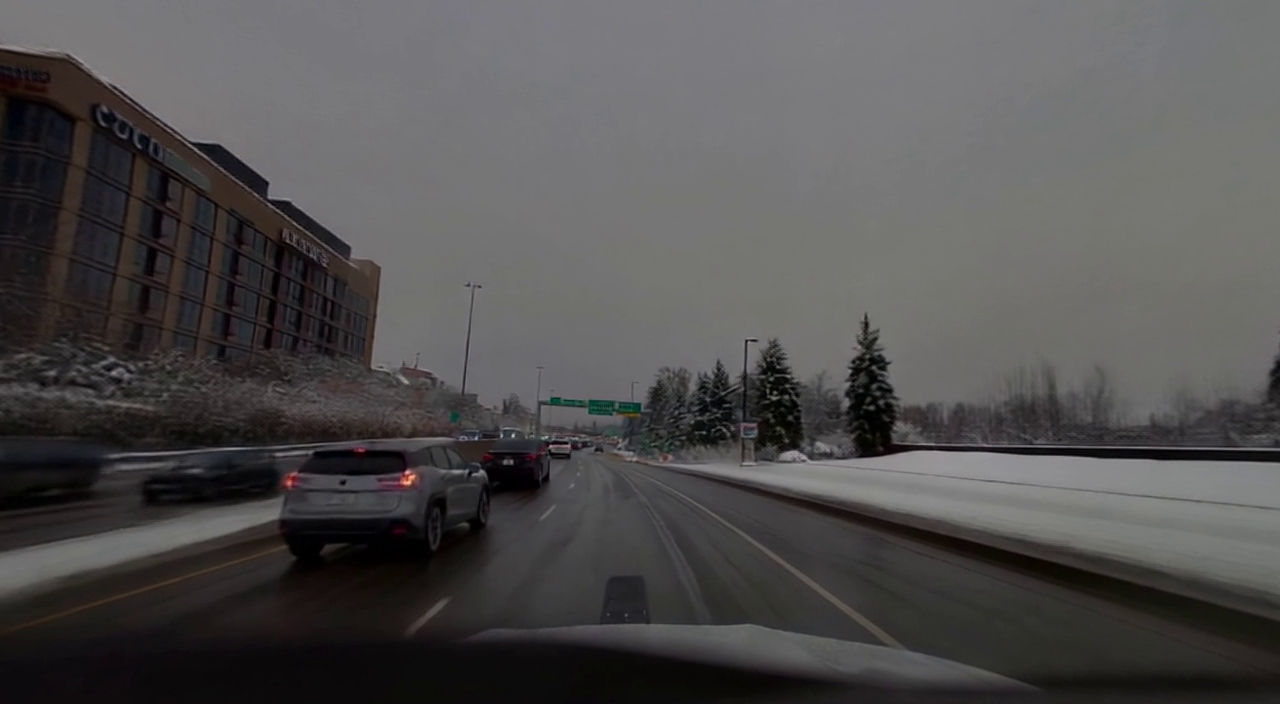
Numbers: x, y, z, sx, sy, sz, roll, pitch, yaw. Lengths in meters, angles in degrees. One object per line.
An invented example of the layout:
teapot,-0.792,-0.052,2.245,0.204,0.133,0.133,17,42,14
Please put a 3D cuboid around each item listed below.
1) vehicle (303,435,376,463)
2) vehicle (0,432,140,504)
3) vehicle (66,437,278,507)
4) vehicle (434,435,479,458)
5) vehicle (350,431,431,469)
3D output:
vehicle,-16.261,5.292,34.401,1.982,1.442,4.367,0,-9,-3
vehicle,-14.732,2.726,15.041,1.937,1.511,4.618,0,-9,-3
vehicle,-11.074,2.849,15.424,1.950,1.437,4.326,0,-9,-2
vehicle,-12.729,6.635,44.050,1.953,1.520,4.549,0,-9,-2
vehicle,-11.823,4.699,30.233,2.078,1.664,4.595,0,-9,-2
